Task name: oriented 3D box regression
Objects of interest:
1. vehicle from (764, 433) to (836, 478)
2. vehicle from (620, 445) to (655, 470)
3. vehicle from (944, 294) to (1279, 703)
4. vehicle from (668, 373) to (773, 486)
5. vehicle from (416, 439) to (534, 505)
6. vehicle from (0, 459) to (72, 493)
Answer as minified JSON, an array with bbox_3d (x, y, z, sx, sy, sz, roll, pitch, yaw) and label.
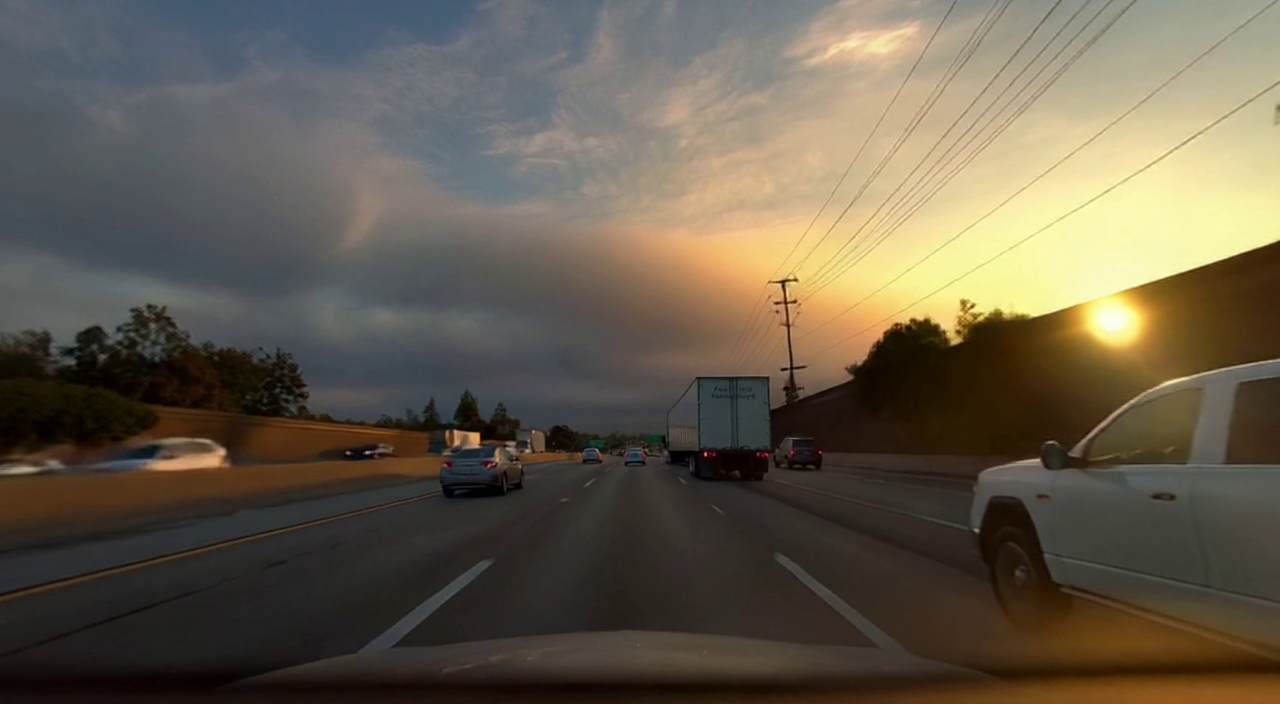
[{"bbox_3d":[7.353,4.787,29.408,2.079,1.938,4.630,0,-8,-1],"label":"vehicle"},{"bbox_3d":[-0.136,6.472,38.862,2.047,1.485,3.938,0,-8,1],"label":"vehicle"},{"bbox_3d":[3.375,0.721,2.185,2.132,1.869,4.978,0,-8,0],"label":"vehicle"},{"bbox_3d":[3.304,3.990,31.145,2.907,4.109,16.177,0,-8,-1],"label":"vehicle"},{"bbox_3d":[-4.115,3.038,16.394,1.968,1.507,3.829,0,-8,1],"label":"vehicle"},{"bbox_3d":[-30.315,5.925,30.249,1.956,1.447,4.610,0,-8,-4],"label":"vehicle"}]
